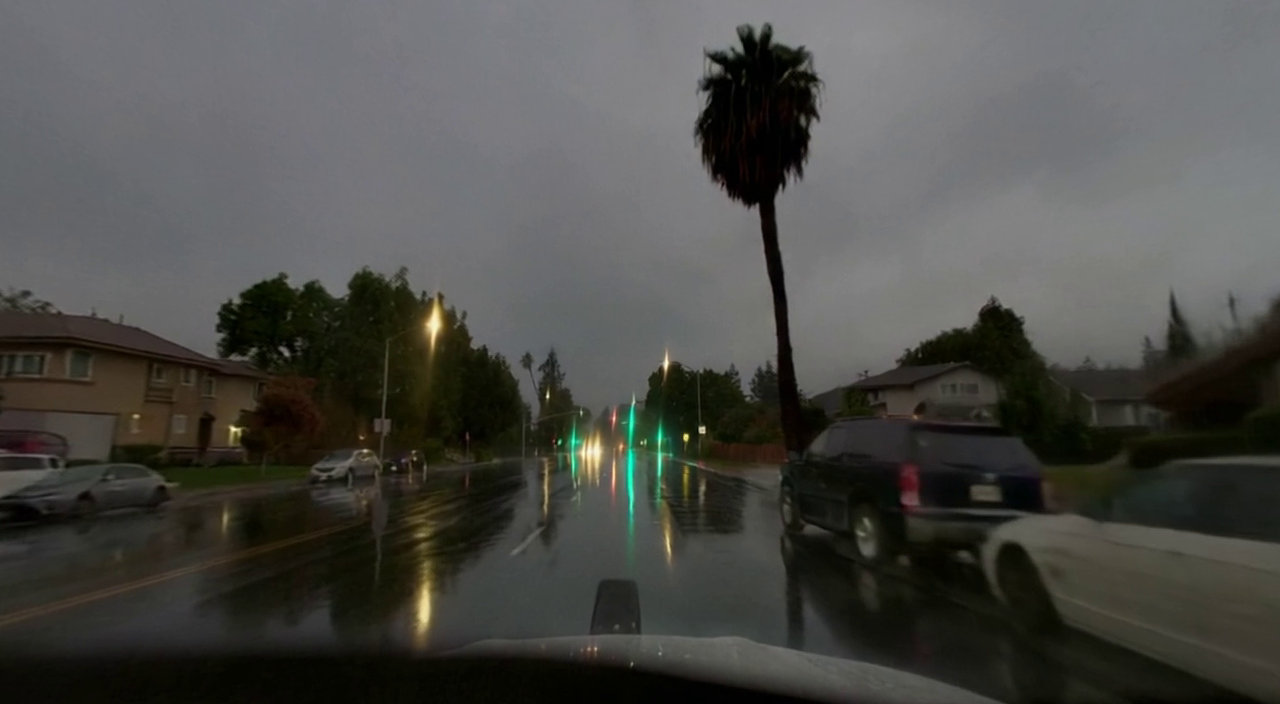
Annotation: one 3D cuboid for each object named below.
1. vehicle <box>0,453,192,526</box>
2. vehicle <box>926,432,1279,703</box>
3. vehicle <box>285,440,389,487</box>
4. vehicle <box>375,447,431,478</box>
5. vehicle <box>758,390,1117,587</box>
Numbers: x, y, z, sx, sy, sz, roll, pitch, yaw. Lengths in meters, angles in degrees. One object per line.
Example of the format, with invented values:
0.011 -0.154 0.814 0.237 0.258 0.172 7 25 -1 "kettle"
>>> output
-13.852 3.368 15.997 1.916 1.459 4.222 -1 -8 0 "vehicle"
3.530 1.127 3.131 1.911 1.416 4.720 0 -9 -1 "vehicle"
-14.152 5.210 30.023 2.245 1.904 5.805 -1 -7 -1 "vehicle"
-14.448 6.732 38.769 1.890 1.568 4.444 -2 -7 -2 "vehicle"
3.414 1.728 8.859 2.386 1.916 5.167 0 -9 -2 "vehicle"
